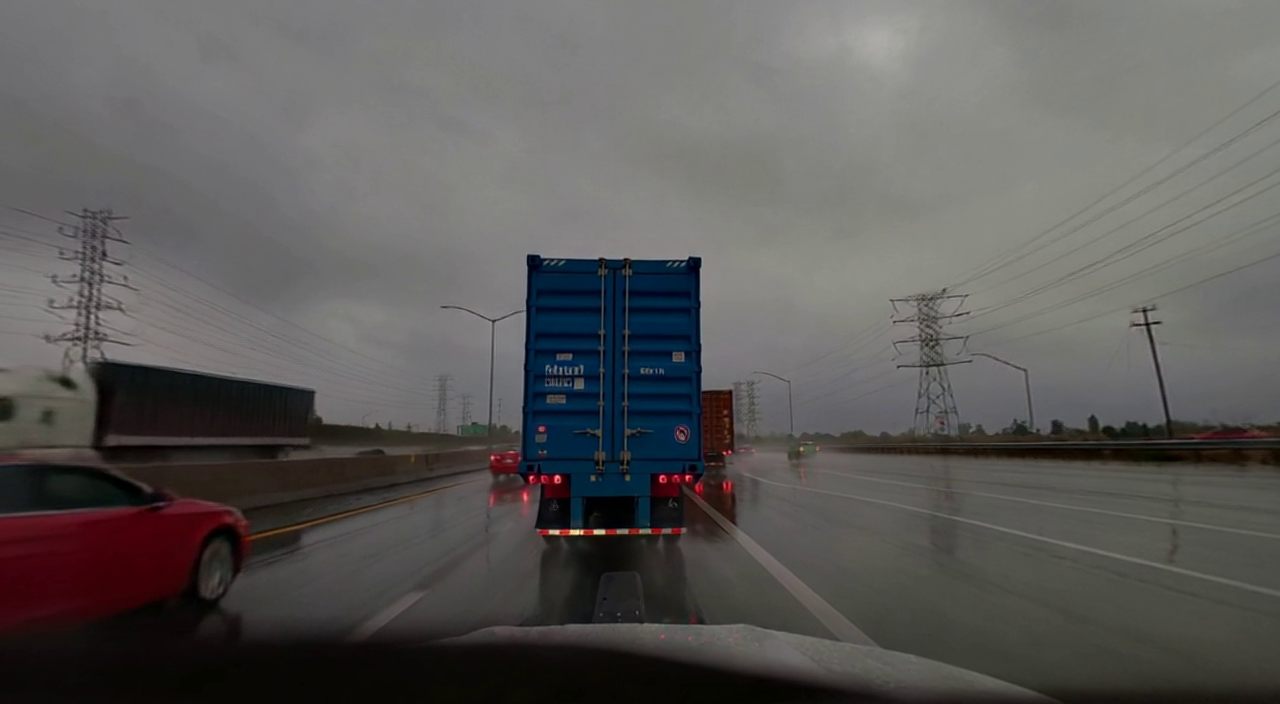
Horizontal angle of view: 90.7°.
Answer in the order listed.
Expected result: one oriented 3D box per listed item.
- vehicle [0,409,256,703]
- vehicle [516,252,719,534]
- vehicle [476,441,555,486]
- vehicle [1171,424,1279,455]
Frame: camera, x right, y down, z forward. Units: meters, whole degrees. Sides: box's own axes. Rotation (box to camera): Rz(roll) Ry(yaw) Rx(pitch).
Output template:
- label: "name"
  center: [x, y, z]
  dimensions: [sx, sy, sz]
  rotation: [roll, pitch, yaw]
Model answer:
- label: "vehicle"
  center: [-4.164, 1.038, 3.130]
  dimensions: [1.912, 1.485, 4.218]
  rotation: [0, -9, -1]
- label: "vehicle"
  center: [-0.305, 1.420, 15.107]
  dimensions: [2.841, 4.071, 12.046]
  rotation: [0, -9, 0]
- label: "vehicle"
  center: [-4.468, 4.092, 23.496]
  dimensions: [1.993, 1.475, 4.540]
  rotation: [0, -9, 0]
- label: "vehicle"
  center: [32.428, 4.869, 34.832]
  dimensions: [4.579, 1.594, 1.932]
  rotation: [-9, -12, 44]
